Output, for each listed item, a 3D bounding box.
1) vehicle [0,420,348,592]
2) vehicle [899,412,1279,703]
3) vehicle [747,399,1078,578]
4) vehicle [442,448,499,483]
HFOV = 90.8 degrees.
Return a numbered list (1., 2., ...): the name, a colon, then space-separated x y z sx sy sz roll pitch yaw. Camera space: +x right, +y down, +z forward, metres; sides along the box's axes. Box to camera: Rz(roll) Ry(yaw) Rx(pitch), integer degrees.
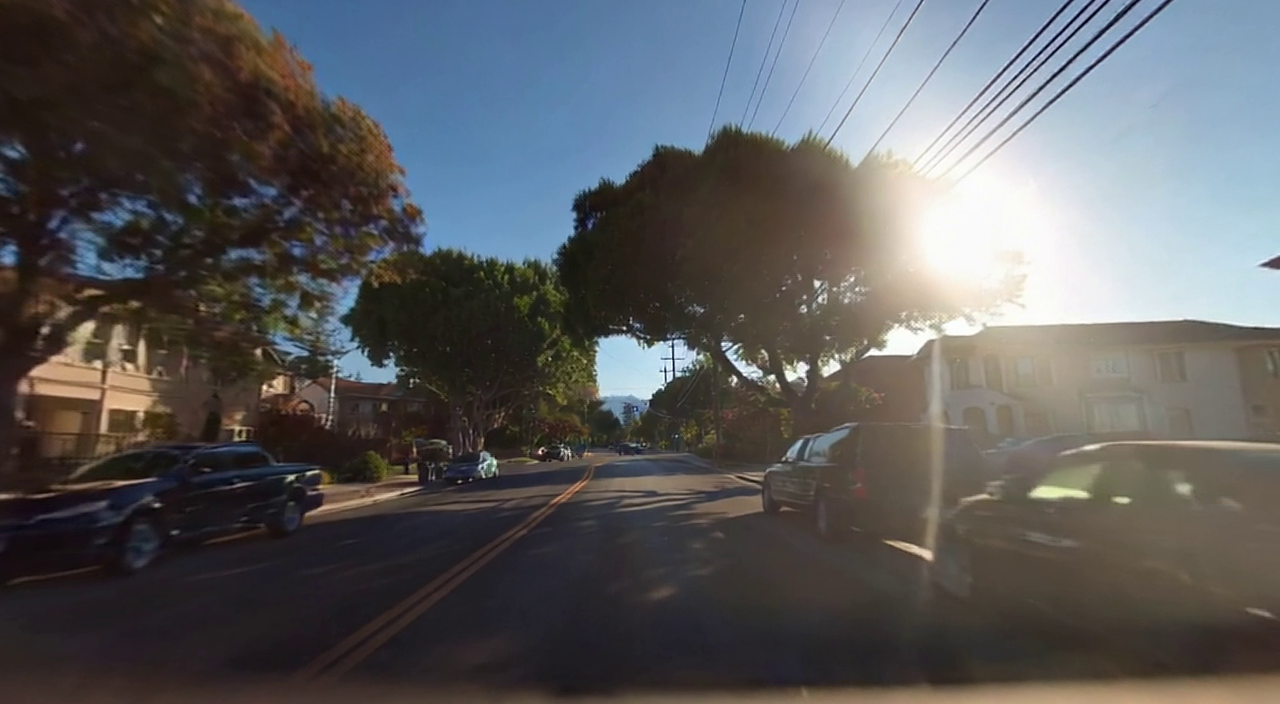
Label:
1. vehicle: -6.784 2.035 9.471 2.151 1.789 5.482 0 -8 0
2. vehicle: 3.321 1.120 3.467 1.869 1.453 4.237 0 -8 -2
3. vehicle: 3.271 1.810 9.365 2.202 1.805 5.756 0 -8 -1
4. vehicle: -7.690 5.155 29.051 1.902 1.456 4.451 1 -8 -7
